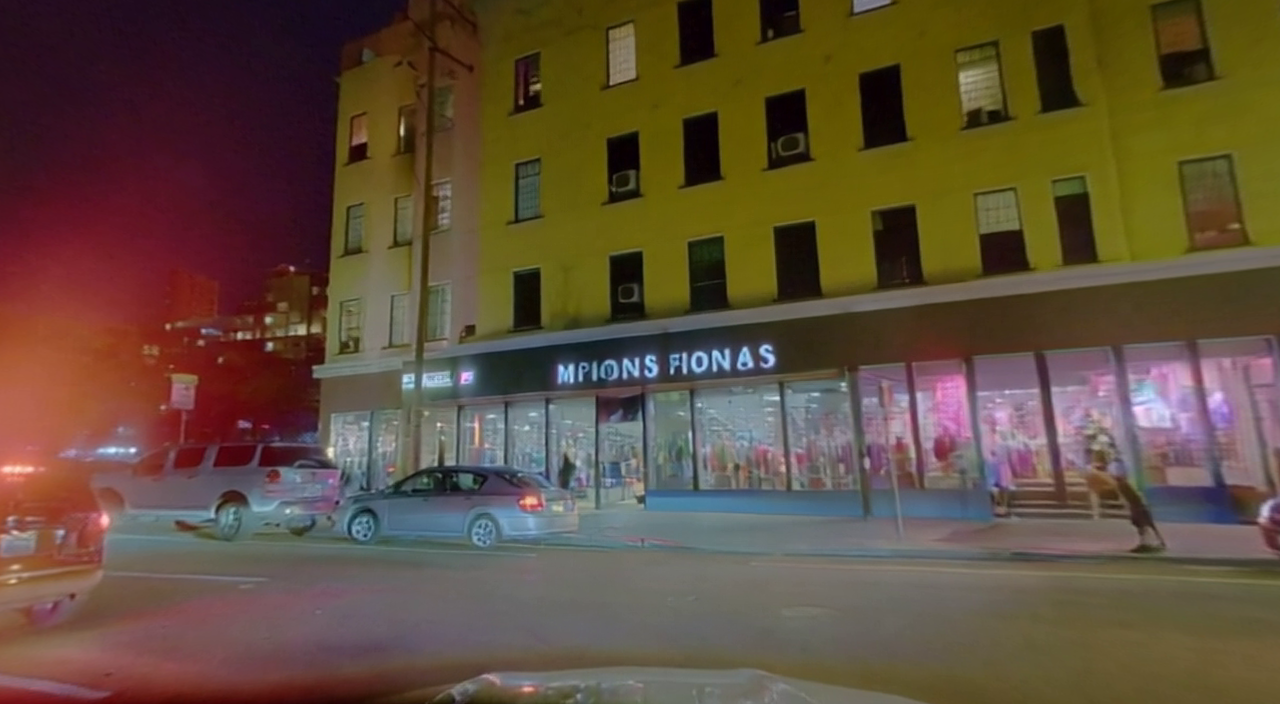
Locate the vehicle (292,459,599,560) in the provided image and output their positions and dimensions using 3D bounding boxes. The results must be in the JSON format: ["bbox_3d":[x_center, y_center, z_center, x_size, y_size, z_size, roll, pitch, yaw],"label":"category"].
[{"bbox_3d":[-3.305,2.610,10.986,4.830,1.421,1.826,-3,-9,16],"label":"vehicle"}]

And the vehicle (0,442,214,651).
[{"bbox_3d":[-6.379,1.560,5.705,4.330,1.458,1.932,-3,-9,20],"label":"vehicle"}]
